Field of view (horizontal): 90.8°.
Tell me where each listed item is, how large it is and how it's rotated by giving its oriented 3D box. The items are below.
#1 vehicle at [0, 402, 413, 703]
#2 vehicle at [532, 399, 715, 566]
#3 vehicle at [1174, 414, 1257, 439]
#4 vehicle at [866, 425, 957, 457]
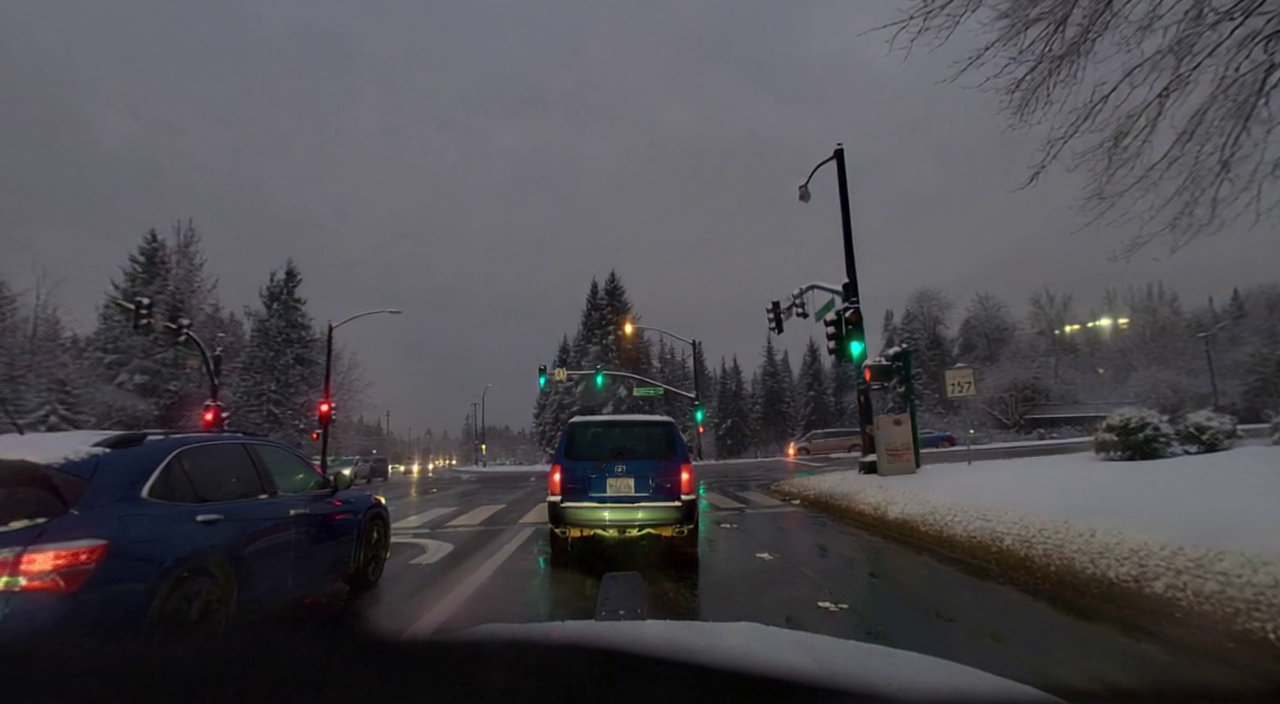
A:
[{"bbox_3d":[-3.378,1.266,4.562,2.011,1.527,4.008,0,-8,-1],"label":"vehicle"},{"bbox_3d":[-0.185,1.793,9.345,2.059,1.877,4.249,0,-8,0],"label":"vehicle"},{"bbox_3d":[37.415,4.869,41.081,4.509,1.487,1.915,3,-9,-19],"label":"vehicle"},{"bbox_3d":[13.857,4.561,32.357,3.830,1.545,2.006,3,-9,-18],"label":"vehicle"}]
